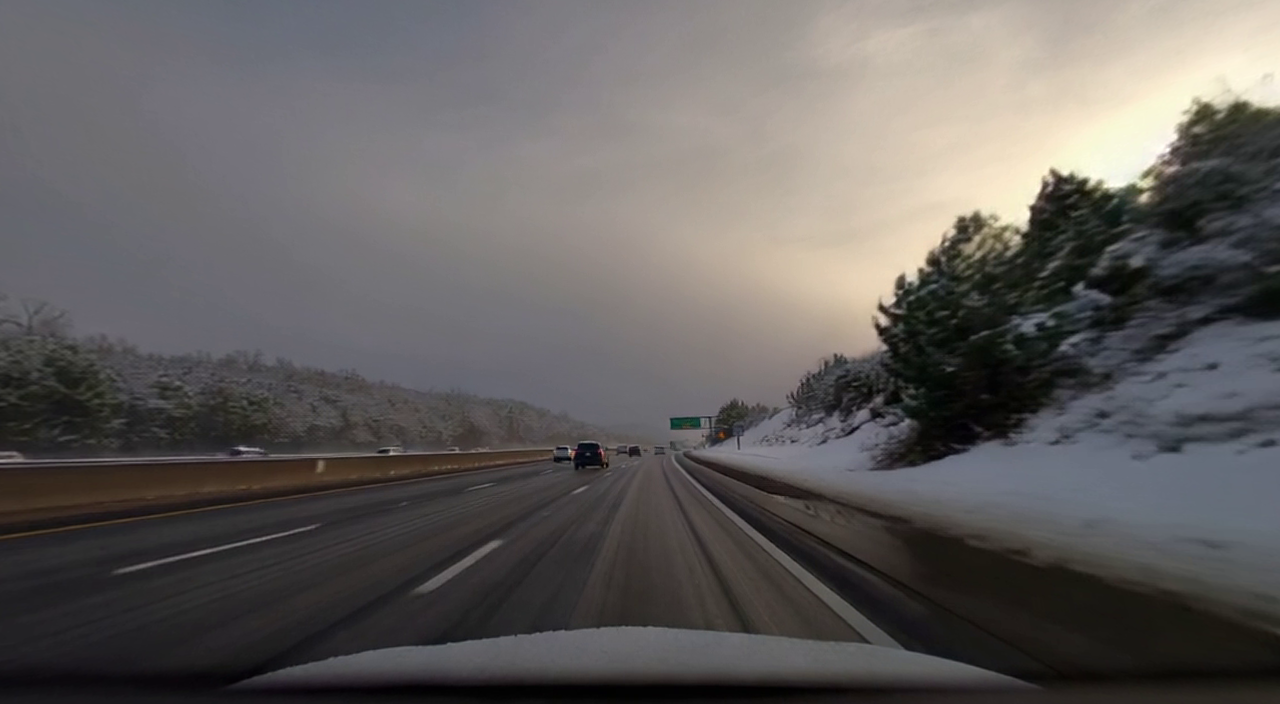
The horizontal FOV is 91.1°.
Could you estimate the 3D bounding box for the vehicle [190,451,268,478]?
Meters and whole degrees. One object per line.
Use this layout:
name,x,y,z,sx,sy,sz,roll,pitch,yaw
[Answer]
vehicle,-27.275,7.453,41.831,2.016,1.671,4.537,0,-8,2

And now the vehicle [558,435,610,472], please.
vehicle,-3.086,5.769,35.862,2.413,1.896,5.218,0,-8,1
